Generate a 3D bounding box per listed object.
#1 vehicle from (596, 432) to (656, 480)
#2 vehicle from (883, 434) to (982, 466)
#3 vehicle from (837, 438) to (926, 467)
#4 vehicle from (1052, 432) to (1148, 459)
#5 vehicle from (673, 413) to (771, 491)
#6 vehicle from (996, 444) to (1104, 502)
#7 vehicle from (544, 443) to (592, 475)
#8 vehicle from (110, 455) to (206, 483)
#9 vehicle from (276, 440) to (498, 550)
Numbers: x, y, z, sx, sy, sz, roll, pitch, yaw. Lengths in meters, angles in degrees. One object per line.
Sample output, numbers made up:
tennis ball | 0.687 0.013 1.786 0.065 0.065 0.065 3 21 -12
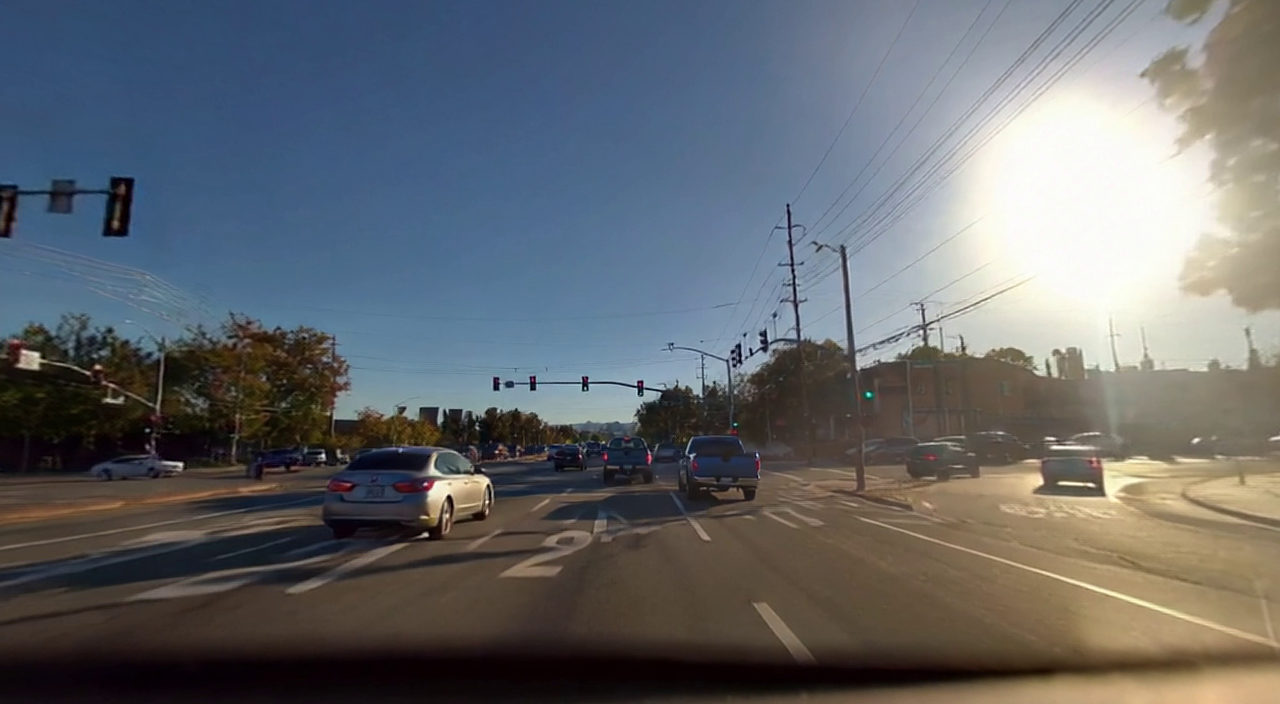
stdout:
vehicle | -0.560 5.072 31.077 2.643 2.145 5.585 0 -9 2
vehicle | 17.104 5.775 37.045 4.782 1.768 2.152 2 -9 -12
vehicle | 15.128 6.329 39.690 4.681 1.756 2.109 2 -9 -10
vehicle | 30.997 6.349 42.643 4.848 1.769 2.301 1 -9 -9
vehicle | 2.966 3.938 25.095 2.905 2.636 6.895 0 -9 -1
vehicle | 11.790 3.446 18.476 2.212 1.466 4.126 -5 -10 28
vehicle | -4.234 6.406 38.071 2.273 1.749 4.385 0 -9 1
vehicle | -27.367 6.610 35.902 4.675 1.471 2.076 -3 -9 21
vehicle | -4.012 2.318 11.039 1.939 1.494 4.499 0 -9 1
